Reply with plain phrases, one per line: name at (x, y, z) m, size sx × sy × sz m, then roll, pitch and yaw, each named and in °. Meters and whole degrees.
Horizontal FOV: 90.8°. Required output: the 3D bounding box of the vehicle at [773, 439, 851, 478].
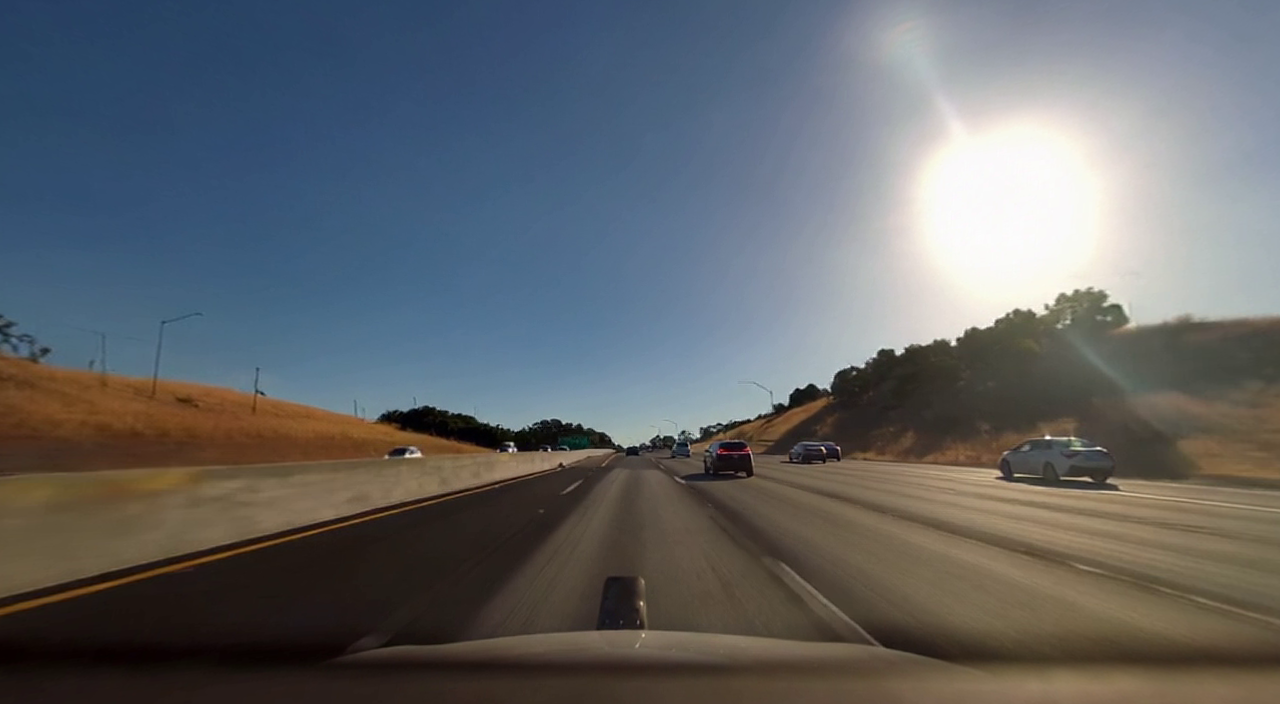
vehicle at (7.027, 4.400, 26.341) m, size 1.952 × 1.442 × 4.259 m, roll 0°, pitch -9°, yaw -2°

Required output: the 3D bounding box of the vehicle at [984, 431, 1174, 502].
vehicle at (10.902, 2.849, 16.147) m, size 1.844 × 1.560 × 4.085 m, roll 0°, pitch -9°, yaw -1°

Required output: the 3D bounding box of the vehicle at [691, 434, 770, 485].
vehicle at (3.076, 3.776, 22.452) m, size 1.977 × 1.601 × 4.598 m, roll 0°, pitch -9°, yaw -2°
